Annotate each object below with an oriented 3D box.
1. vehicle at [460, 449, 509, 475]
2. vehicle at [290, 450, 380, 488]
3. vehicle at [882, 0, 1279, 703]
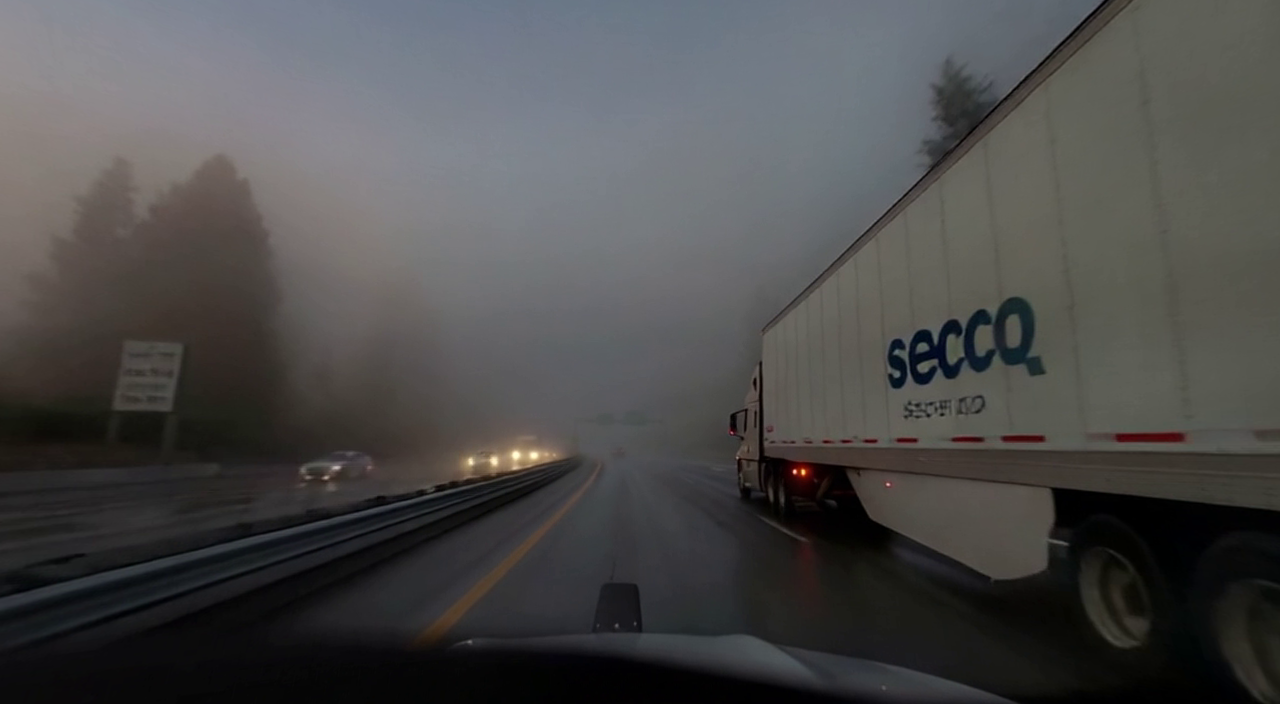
[{"bbox_3d":[-10.009,7.108,40.780,2.095,1.529,4.706,0,-9,-1],"label":"vehicle"},{"bbox_3d":[-13.283,5.080,27.609,1.832,1.481,4.339,0,-9,0],"label":"vehicle"},{"bbox_3d":[4.500,-0.219,3.433,2.892,3.928,8.380,0,-9,0],"label":"vehicle"}]
